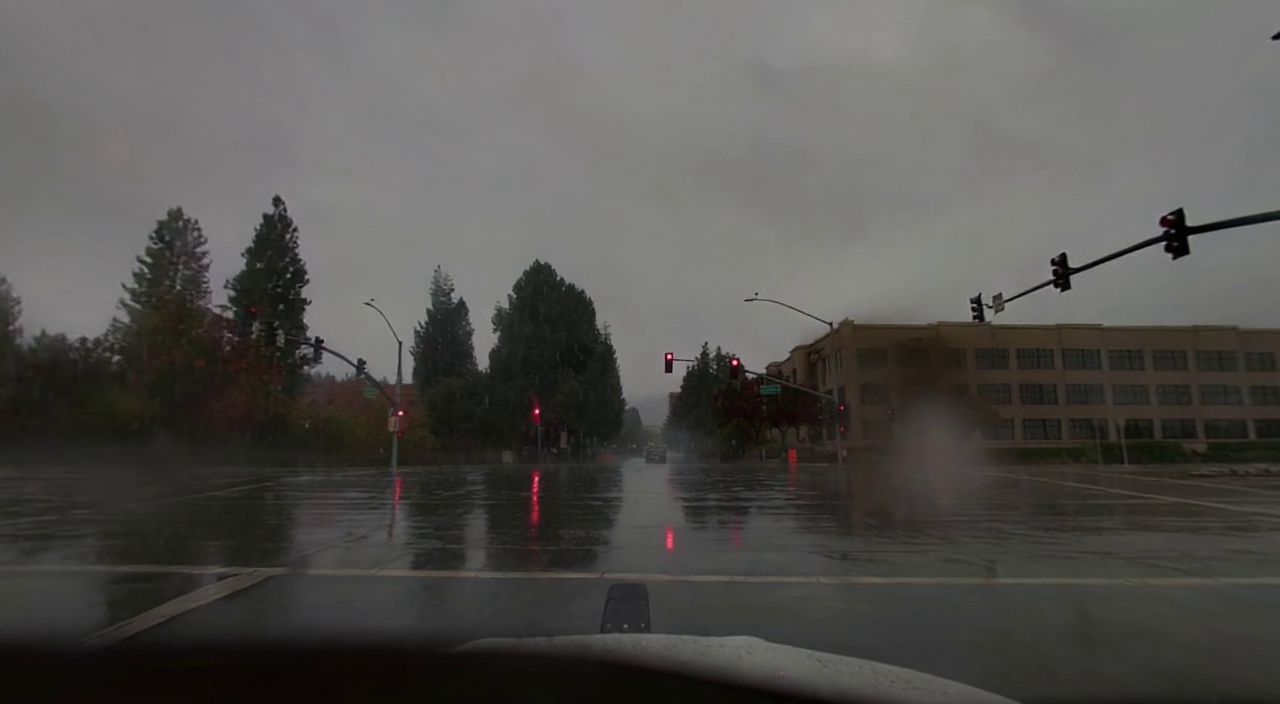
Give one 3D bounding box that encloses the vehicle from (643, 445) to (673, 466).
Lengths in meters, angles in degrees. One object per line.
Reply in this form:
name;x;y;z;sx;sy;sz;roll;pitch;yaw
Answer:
vehicle;1.270;7.614;46.466;2.132;1.449;4.235;0;-9;0
